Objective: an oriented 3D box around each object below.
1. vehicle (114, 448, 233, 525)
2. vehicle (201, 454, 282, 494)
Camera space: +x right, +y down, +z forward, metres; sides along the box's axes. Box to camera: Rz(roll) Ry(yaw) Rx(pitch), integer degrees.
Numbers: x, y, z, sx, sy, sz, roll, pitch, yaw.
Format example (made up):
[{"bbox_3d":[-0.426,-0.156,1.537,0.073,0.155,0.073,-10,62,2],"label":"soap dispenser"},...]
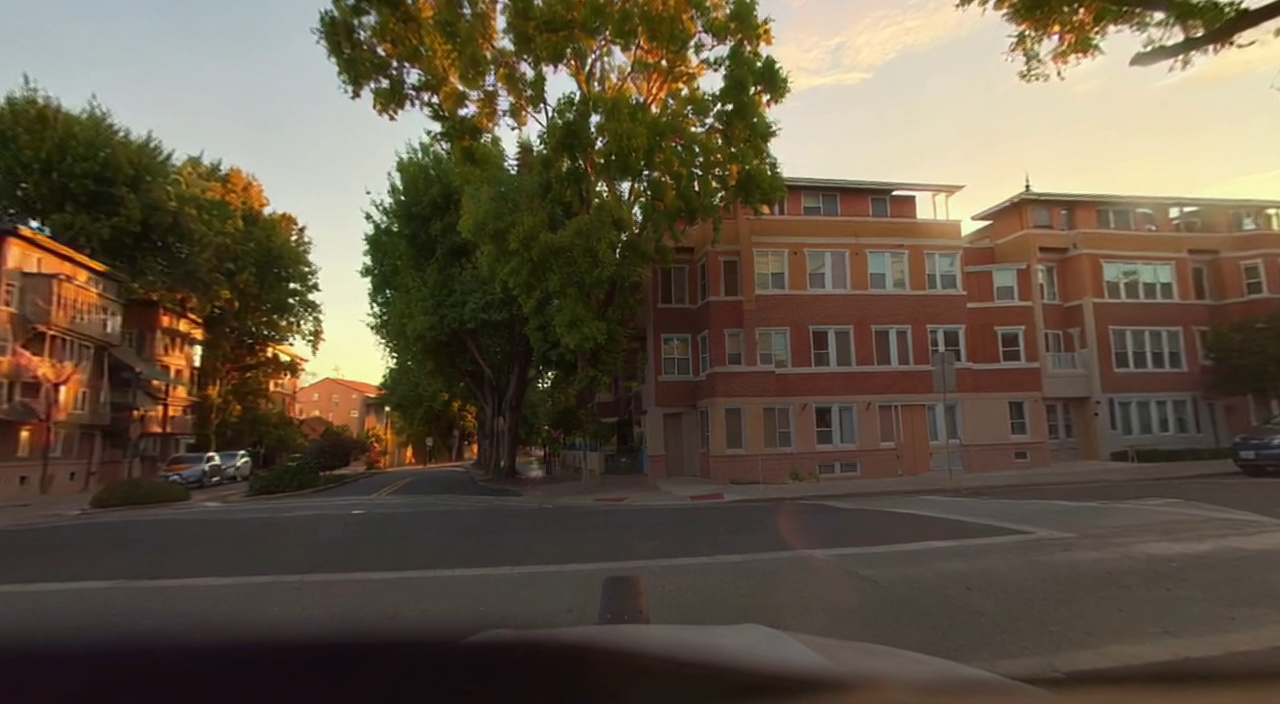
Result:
[{"bbox_3d":[-11.435,3.172,15.570,2.027,1.475,4.522,3,-9,-36],"label":"vehicle"},{"bbox_3d":[-17.203,5.243,27.442,1.941,1.442,4.384,1,-8,-18],"label":"vehicle"}]
